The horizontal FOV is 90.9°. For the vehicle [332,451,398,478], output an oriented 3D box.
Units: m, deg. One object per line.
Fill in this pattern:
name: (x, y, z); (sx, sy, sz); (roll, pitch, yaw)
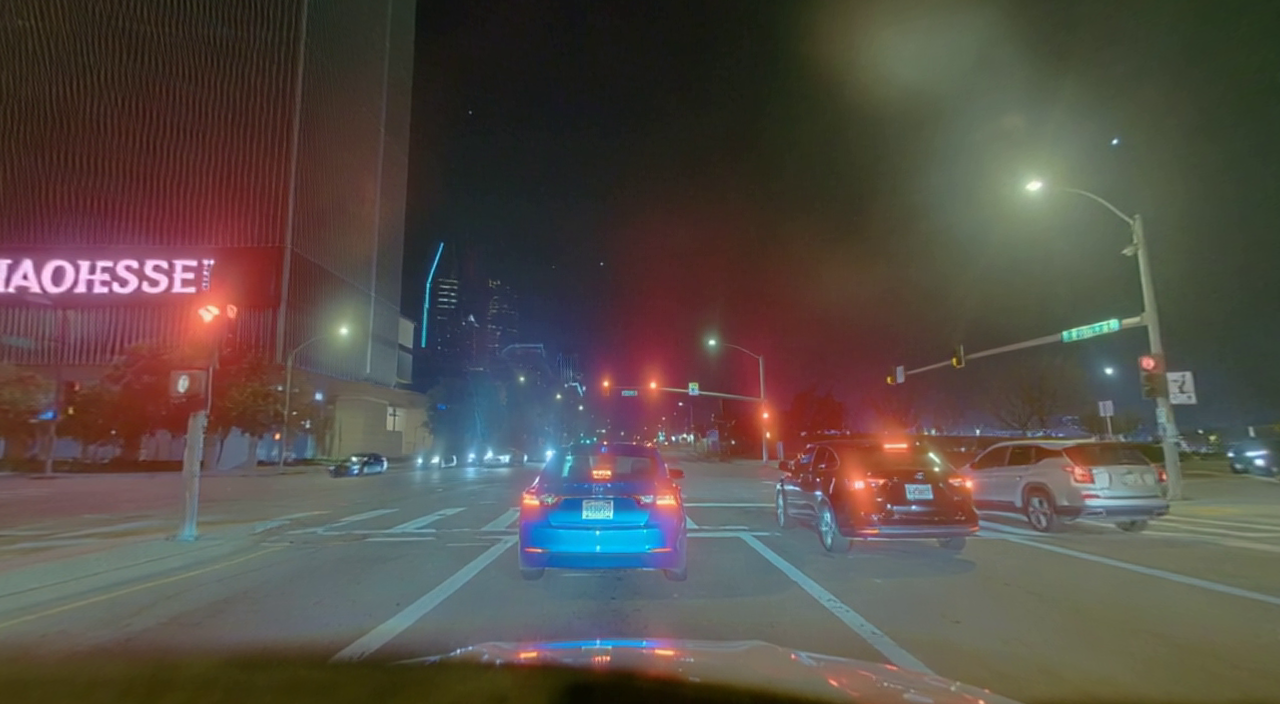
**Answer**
vehicle: (-16.781, 6.874, 38.736); (2.048, 1.463, 4.530); (0, -8, -1)

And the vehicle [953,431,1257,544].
vehicle: (7.444, 2.165, 10.784); (1.908, 1.517, 4.182); (0, -8, -1)

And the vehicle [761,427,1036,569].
vehicle: (3.215, 1.888, 8.967); (2.042, 1.508, 4.109); (0, -8, -2)

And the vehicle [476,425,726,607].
vehicle: (-0.369, 1.654, 7.286); (2.059, 1.477, 3.988); (0, -8, -1)

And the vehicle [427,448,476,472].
vehicle: (-13.052, 7.497, 43.975); (2.049, 1.483, 4.407); (0, -8, 0)
